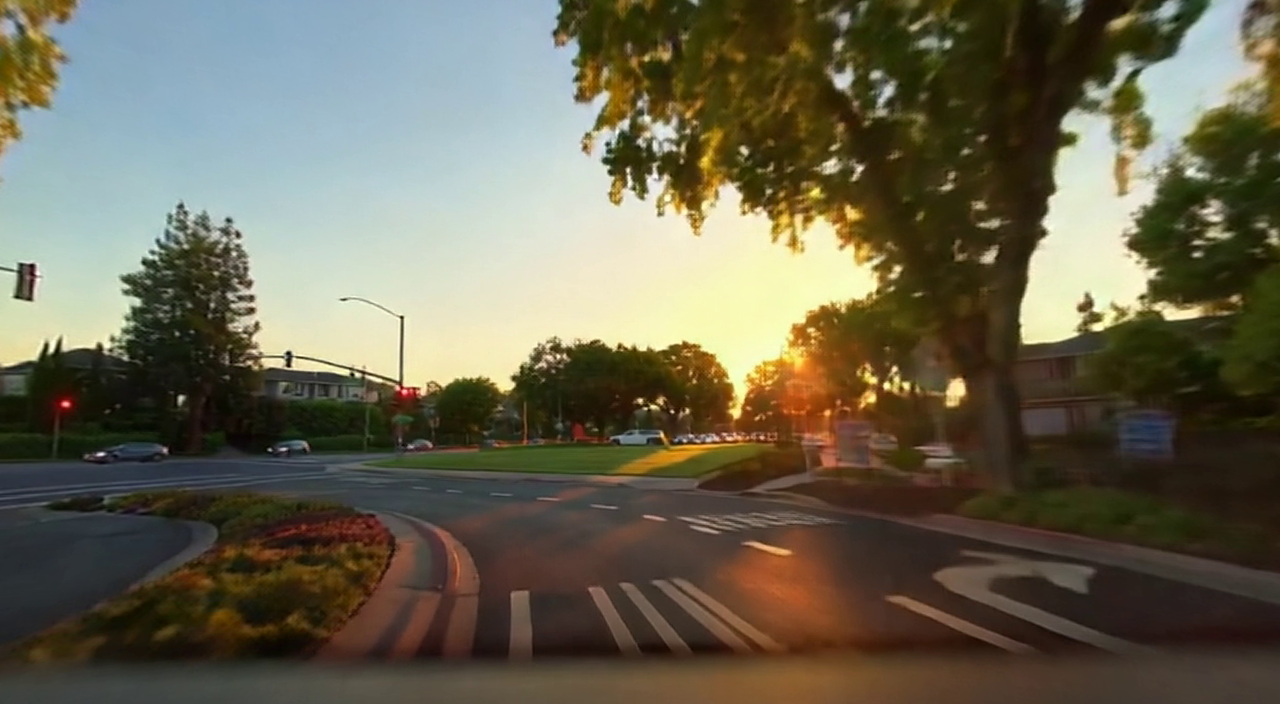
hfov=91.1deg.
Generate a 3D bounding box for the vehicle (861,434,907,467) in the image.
[{"bbox_3d":[12.989,5.163,33.220,1.907,1.515,4.550,-4,-7,25],"label":"vehicle"}]

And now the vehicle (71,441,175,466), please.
[{"bbox_3d":[-33.177,6.531,40.462,1.847,1.461,4.853,-3,-9,17],"label":"vehicle"}]
